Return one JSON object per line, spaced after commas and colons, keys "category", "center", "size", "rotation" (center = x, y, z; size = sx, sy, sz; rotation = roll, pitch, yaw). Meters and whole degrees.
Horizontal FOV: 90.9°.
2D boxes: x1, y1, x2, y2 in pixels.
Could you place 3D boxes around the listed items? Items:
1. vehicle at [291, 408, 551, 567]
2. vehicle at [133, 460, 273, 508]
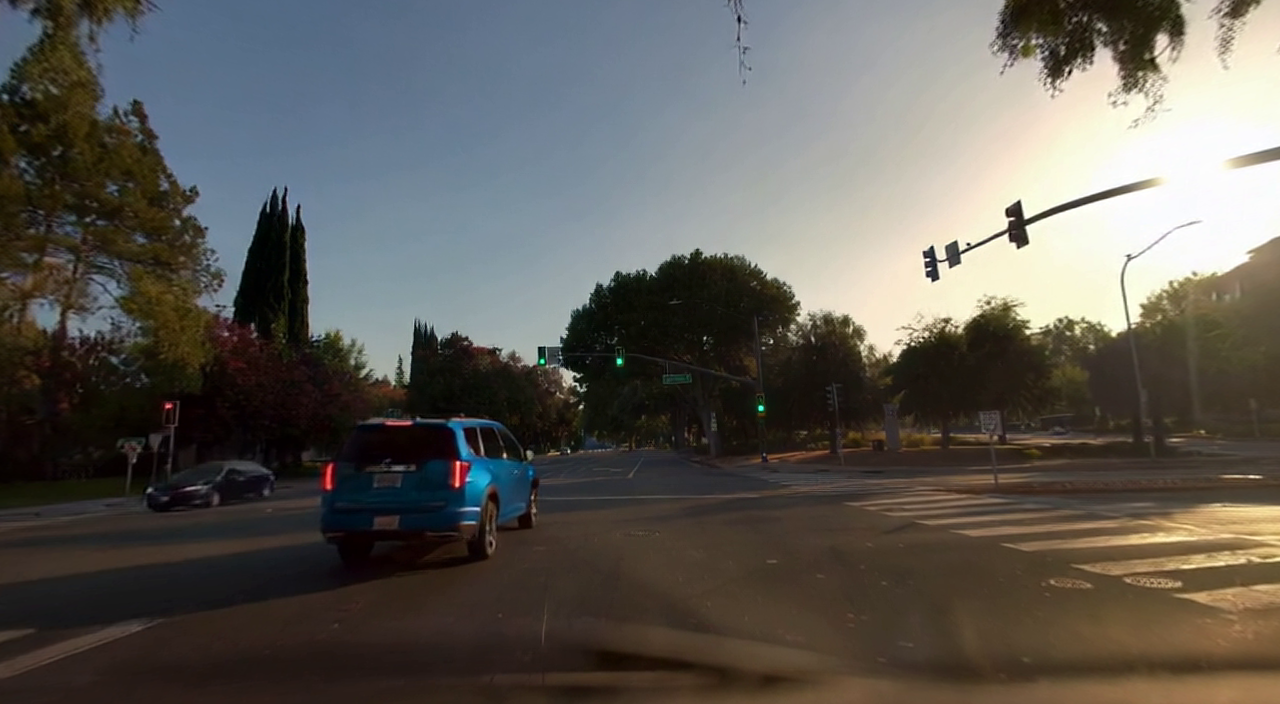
{"category": "vehicle", "center": [-2.839, 1.876, 9.517], "size": [2.123, 1.799, 4.425], "rotation": [-1, -8, 3]}
{"category": "vehicle", "center": [-16.030, 4.829, 23.478], "size": [2.028, 1.455, 4.421], "rotation": [-1, -8, 1]}
